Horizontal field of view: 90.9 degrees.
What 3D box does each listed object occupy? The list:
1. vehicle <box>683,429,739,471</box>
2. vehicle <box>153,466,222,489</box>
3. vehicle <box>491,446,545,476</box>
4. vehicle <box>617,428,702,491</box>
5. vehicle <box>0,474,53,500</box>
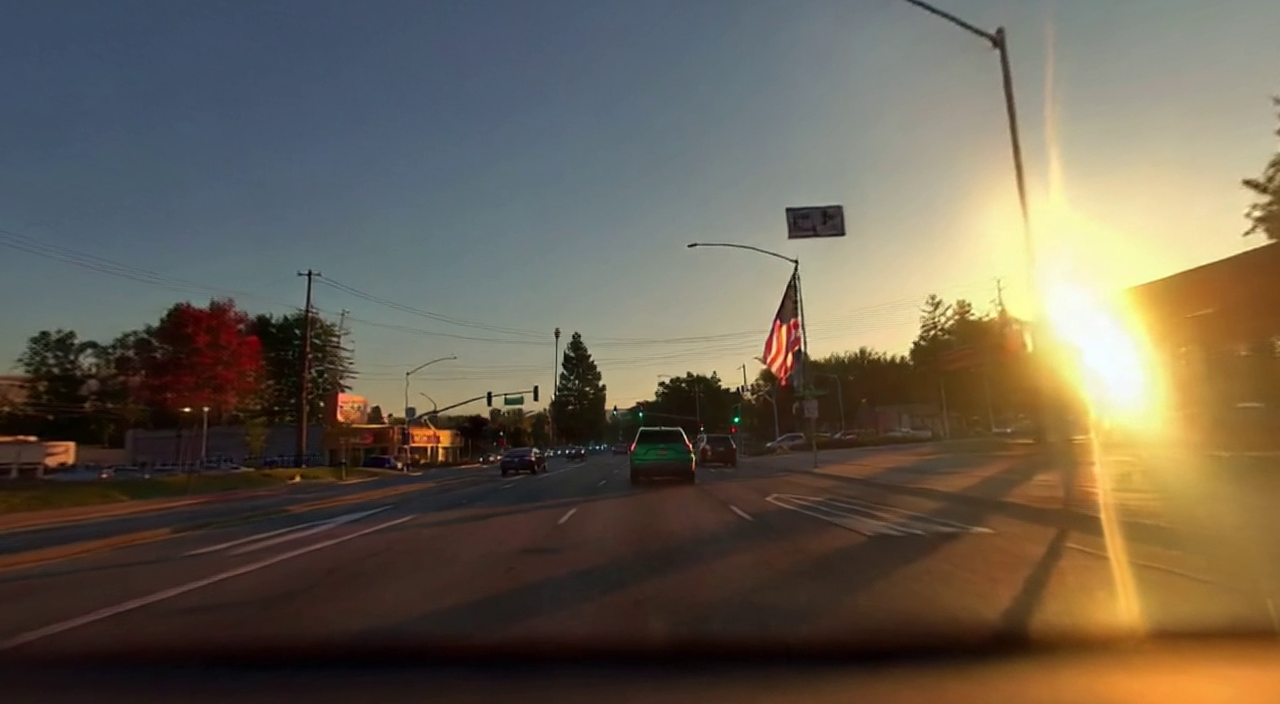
[{"bbox_3d":[3.910,5.576,36.102,2.452,2.148,5.877,0,-8,-1],"label":"vehicle"},{"bbox_3d":[-33.306,9.239,46.442,4.542,1.475,1.903,-4,-9,22],"label":"vehicle"},{"bbox_3d":[-6.542,5.875,34.332,1.966,1.461,4.422,0,-8,1],"label":"vehicle"},{"bbox_3d":[0.555,3.554,21.267,2.513,1.854,5.235,0,-8,-1],"label":"vehicle"},{"bbox_3d":[-41.026,8.721,40.714,1.792,1.450,4.553,0,-8,2],"label":"vehicle"}]
